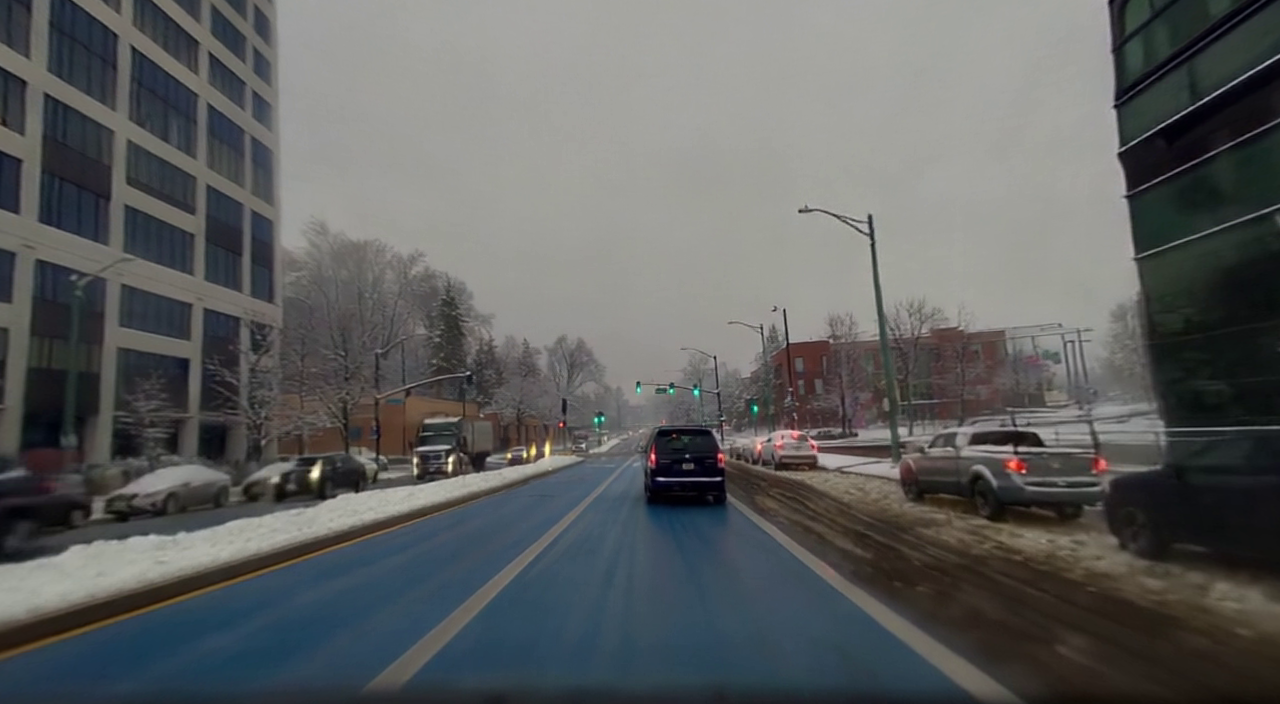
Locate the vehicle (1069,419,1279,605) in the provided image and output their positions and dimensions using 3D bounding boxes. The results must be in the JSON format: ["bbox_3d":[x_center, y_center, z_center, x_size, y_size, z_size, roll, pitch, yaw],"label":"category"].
[{"bbox_3d":[6.433,1.355,5.389,2.106,1.550,5.046,0,-9,2],"label":"vehicle"}]

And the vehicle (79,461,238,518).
[{"bbox_3d":[-19.370,5.524,25.857,2.223,1.971,5.622,1,-9,-2],"label":"vehicle"}]

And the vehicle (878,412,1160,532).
[{"bbox_3d":[6.702,2.216,12.263,2.088,1.761,5.697,0,-9,2],"label":"vehicle"}]

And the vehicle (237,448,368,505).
[{"bbox_3d":[-11.652,4.280,22.301,2.191,1.763,5.059,1,-9,-5],"label":"vehicle"}]

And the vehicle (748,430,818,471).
[{"bbox_3d":[6.828,4.804,30.820,2.205,1.823,5.078,0,-9,0],"label":"vehicle"}]

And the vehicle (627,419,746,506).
[{"bbox_3d":[0.912,2.592,15.147,2.283,1.773,4.255,0,-9,-3],"label":"vehicle"}]

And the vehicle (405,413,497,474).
[{"bbox_3d":[-13.180,6.610,45.388,3.101,3.878,10.902,0,-9,1],"label":"vehicle"}]
